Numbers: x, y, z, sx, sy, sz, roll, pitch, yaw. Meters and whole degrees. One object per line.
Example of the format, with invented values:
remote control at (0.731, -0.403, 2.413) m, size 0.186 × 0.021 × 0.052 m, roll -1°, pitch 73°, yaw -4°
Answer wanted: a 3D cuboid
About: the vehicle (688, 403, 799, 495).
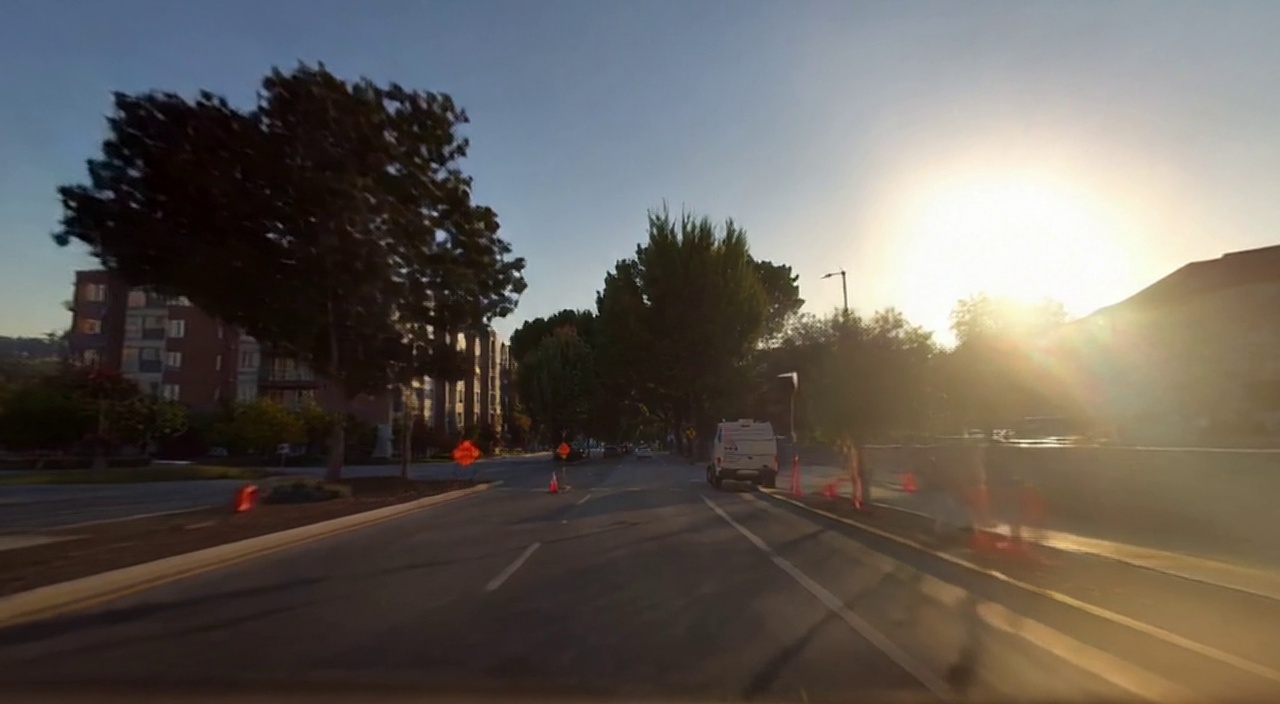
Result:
vehicle at (3.240, 3.127, 20.628) m, size 2.849 × 2.686 × 3.176 m, roll 0°, pitch -8°, yaw -4°
